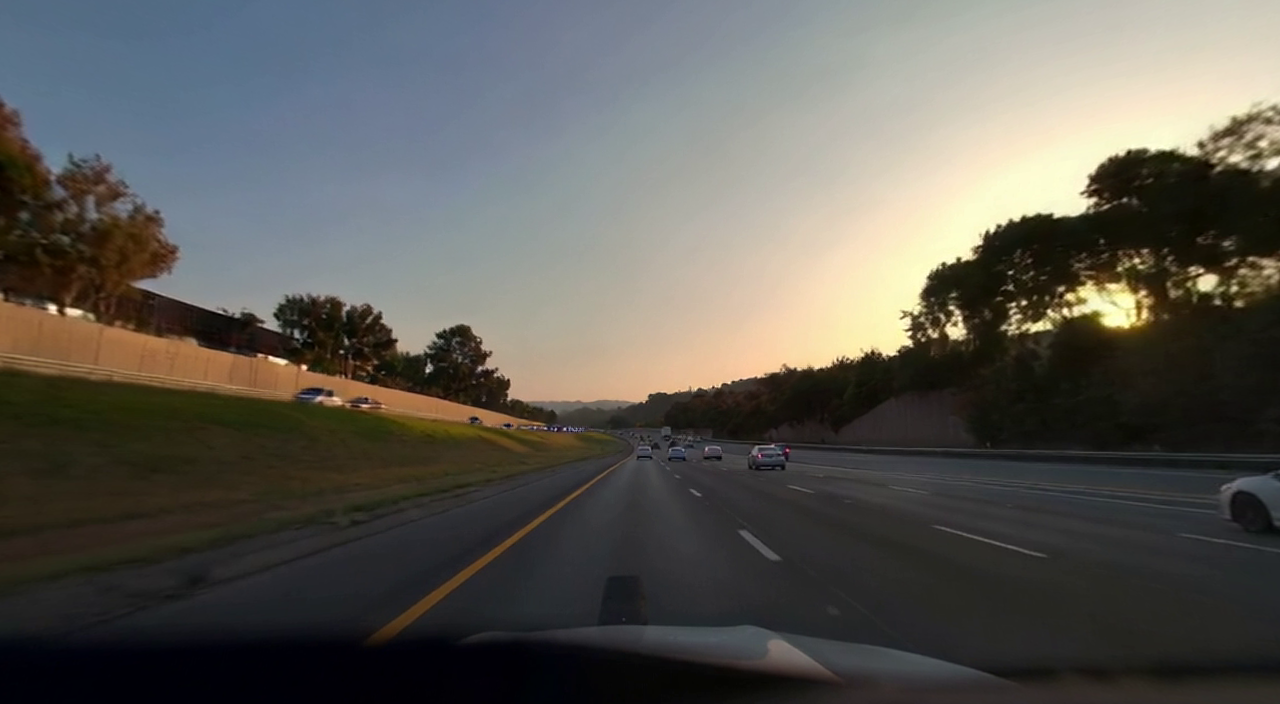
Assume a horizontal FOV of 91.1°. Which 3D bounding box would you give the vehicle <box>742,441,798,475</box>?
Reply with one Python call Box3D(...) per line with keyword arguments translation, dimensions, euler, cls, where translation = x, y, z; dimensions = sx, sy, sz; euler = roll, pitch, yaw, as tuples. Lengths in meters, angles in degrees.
Box3D(translation=(7.100, 5.840, 34.881), dimensions=(2.048, 1.697, 4.689), euler=(0, -8, -1), cls="vehicle")
